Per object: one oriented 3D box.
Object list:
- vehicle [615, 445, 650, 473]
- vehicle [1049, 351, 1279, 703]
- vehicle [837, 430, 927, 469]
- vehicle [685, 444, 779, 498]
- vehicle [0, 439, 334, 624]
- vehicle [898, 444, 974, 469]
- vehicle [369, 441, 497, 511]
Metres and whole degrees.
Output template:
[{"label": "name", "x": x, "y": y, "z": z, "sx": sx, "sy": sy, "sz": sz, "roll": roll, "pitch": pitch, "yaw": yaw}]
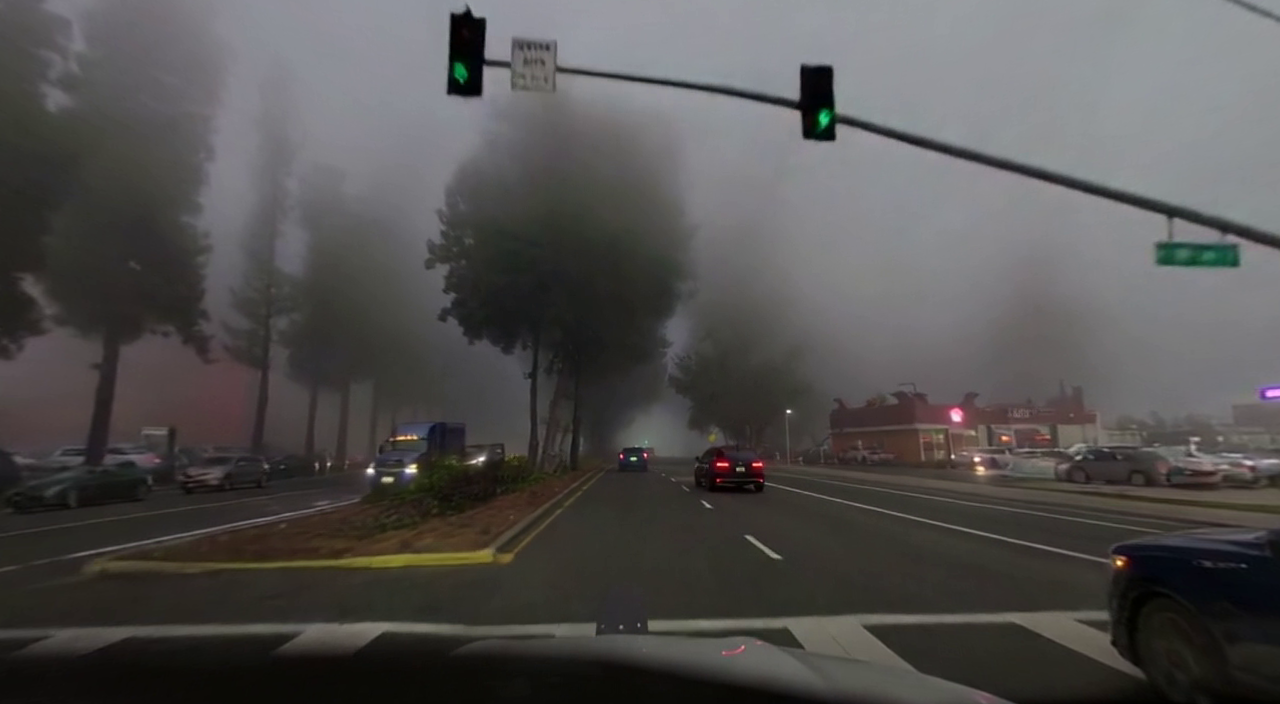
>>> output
[{"label": "vehicle", "x": -0.494, "y": 6.563, "z": 38.900, "sx": 2.029, "sy": 1.605, "sz": 3.827, "roll": 0, "pitch": -9, "yaw": -2}, {"label": "vehicle", "x": 3.615, "y": 0.663, "z": 1.293, "sx": 2.117, "sy": 1.689, "sz": 5.113, "roll": 0, "pitch": -9, "yaw": 0}, {"label": "vehicle", "x": 16.601, "y": 6.747, "z": 43.740, "sx": 2.400, "sy": 2.488, "sz": 5.485, "roll": 4, "pitch": -10, "yaw": -28}, {"label": "vehicle", "x": 2.722, "y": 3.648, "z": 19.809, "sx": 2.061, "sy": 1.487, "sz": 4.462, "roll": 0, "pitch": -9, "yaw": -3}, {"label": "vehicle", "x": -5.428, "y": 1.773, "z": 7.433, "sx": 1.972, "sy": 1.466, "sz": 4.493, "roll": 2, "pitch": -8, "yaw": -9}, {"label": "vehicle", "x": 20.569, "y": 7.252, "z": 44.106, "sx": 2.154, "sy": 1.670, "sz": 4.434, "roll": 4, "pitch": -9, "yaw": -24}, {"label": "vehicle", "x": -5.148, "y": 3.092, "z": 16.393, "sx": 1.953, "sy": 1.526, "sz": 4.349, "roll": 0, "pitch": -8, "yaw": -2}]
